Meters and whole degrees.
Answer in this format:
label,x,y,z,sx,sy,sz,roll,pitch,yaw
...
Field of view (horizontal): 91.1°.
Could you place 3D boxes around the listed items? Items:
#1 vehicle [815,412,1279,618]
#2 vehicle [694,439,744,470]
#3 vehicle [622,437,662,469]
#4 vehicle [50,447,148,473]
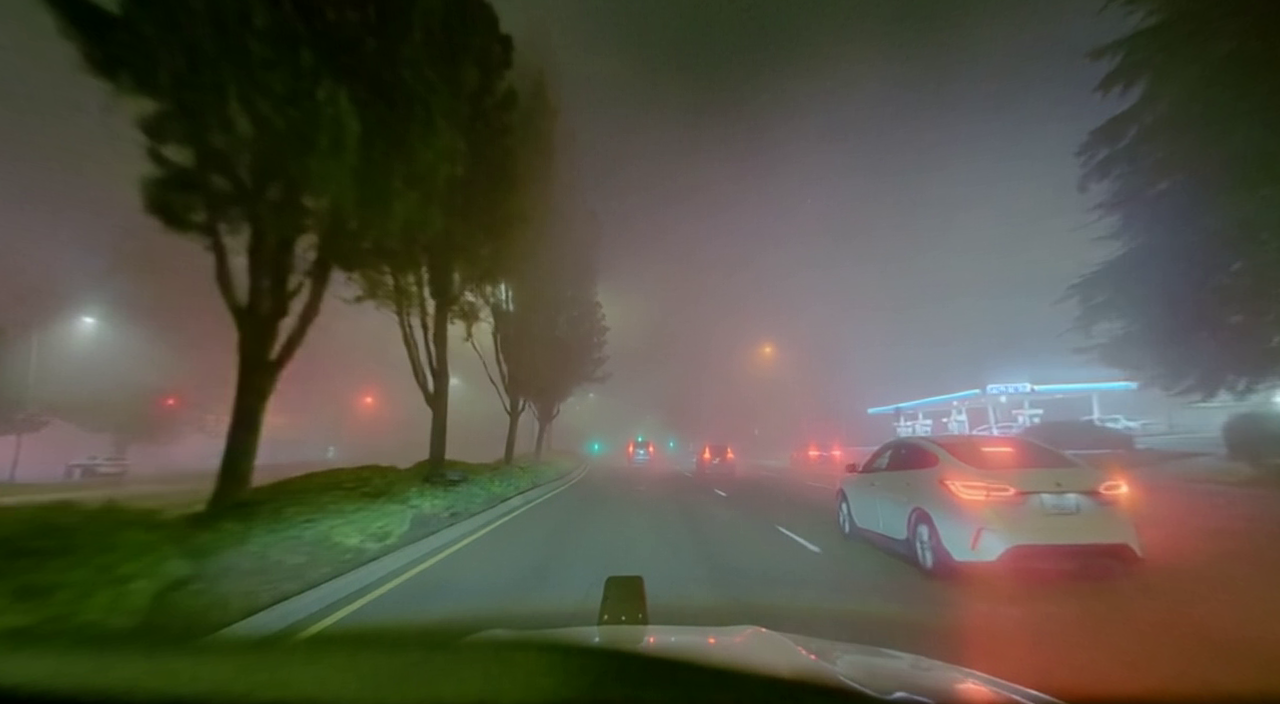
label,x,y,z,sx,sy,sz,roll,pitch,yaw
vehicle,3.726,1.567,7.086,2.119,1.509,4.756,0,-9,0
vehicle,4.073,5.384,33.103,1.980,1.515,4.362,0,-9,-1
vehicle,0.069,5.760,36.025,2.172,1.694,4.055,0,-9,-1
vehicle,-34.155,6.809,39.713,4.595,1.533,1.853,-1,-9,4
